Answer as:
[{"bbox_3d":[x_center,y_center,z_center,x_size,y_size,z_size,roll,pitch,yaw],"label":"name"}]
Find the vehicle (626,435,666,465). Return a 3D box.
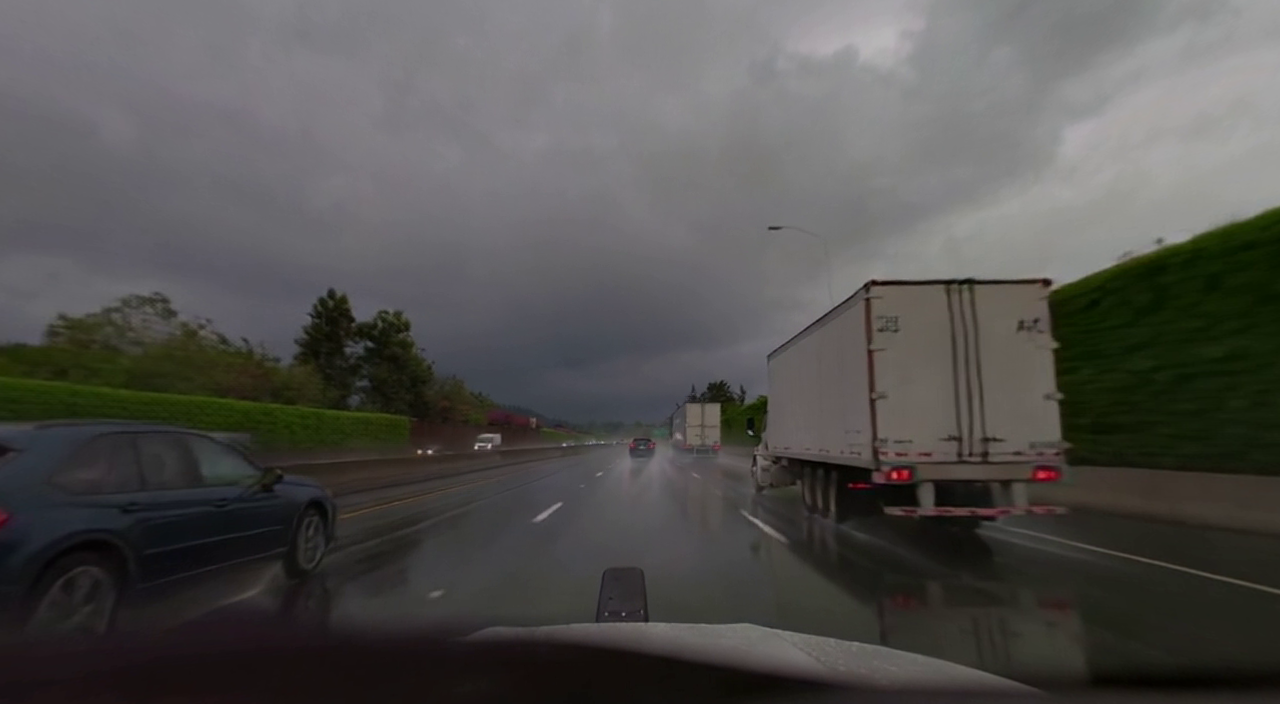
[{"bbox_3d":[0.358,6.147,39.601,2.389,1.760,4.473,0,-8,0],"label":"vehicle"}]

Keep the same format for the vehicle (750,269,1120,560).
[{"bbox_3d":[4.085,1.260,11.446,2.742,3.383,8.285,0,-8,1],"label":"vehicle"}]

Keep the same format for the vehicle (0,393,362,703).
[{"bbox_3d":[-3.755,1.120,4.078,1.988,1.488,4.113,0,-8,1],"label":"vehicle"}]
